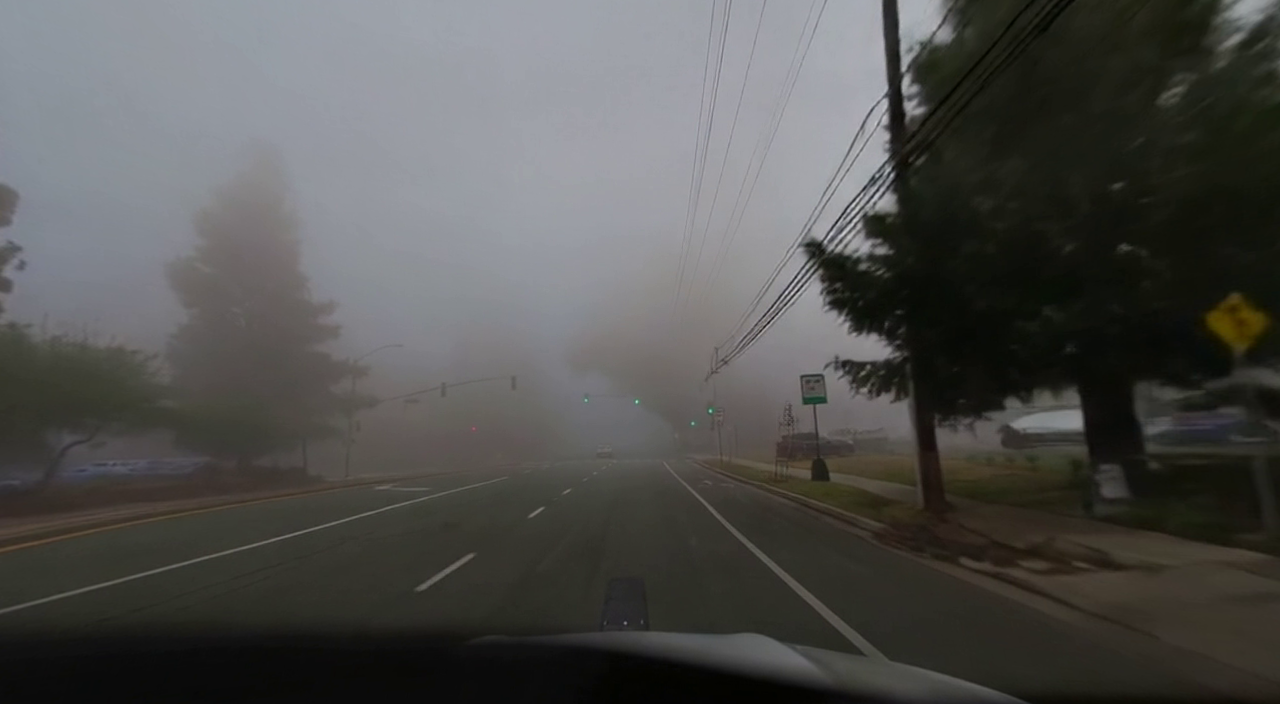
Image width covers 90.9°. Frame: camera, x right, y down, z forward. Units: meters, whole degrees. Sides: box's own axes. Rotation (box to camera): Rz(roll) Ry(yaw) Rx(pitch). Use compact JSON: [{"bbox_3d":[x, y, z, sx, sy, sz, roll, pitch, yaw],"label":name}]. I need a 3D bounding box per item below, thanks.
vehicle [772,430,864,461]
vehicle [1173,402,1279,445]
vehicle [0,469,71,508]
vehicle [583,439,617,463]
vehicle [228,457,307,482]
[{"bbox_3d":[10.506,5.559,37.426,4.765,1.738,2.101,0,-8,-3],"label":"vehicle"},{"bbox_3d":[25.227,2.993,26.070,4.461,1.695,1.999,0,-8,1],"label":"vehicle"},{"bbox_3d":[-26.897,5.757,26.660,3.730,1.485,1.937,0,-8,1],"label":"vehicle"},{"bbox_3d":[-3.069,7.752,49.553,2.229,1.821,4.681,0,-8,2],"label":"vehicle"},{"bbox_3d":[-27.004,8.506,45.767,4.451,1.724,1.988,0,-8,0],"label":"vehicle"}]
